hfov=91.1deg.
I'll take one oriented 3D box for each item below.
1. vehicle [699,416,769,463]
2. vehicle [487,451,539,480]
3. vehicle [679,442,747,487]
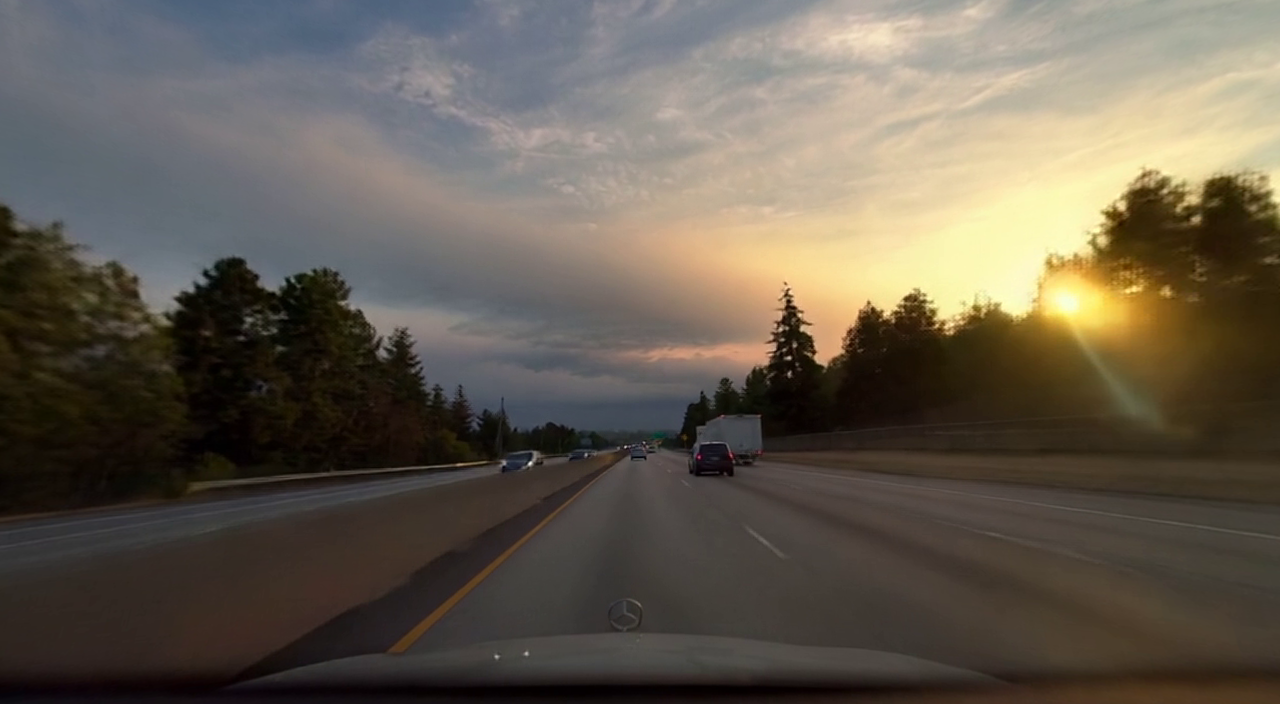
[{"bbox_3d":[6.834,6.693,47.332,3.536,3.160,9.428,0,-9,-2],"label":"vehicle"},{"bbox_3d":[-7.129,6.397,35.685,1.979,1.503,4.572,0,-9,0],"label":"vehicle"},{"bbox_3d":[2.853,4.546,25.804,2.123,1.620,4.959,0,-9,-1],"label":"vehicle"}]
